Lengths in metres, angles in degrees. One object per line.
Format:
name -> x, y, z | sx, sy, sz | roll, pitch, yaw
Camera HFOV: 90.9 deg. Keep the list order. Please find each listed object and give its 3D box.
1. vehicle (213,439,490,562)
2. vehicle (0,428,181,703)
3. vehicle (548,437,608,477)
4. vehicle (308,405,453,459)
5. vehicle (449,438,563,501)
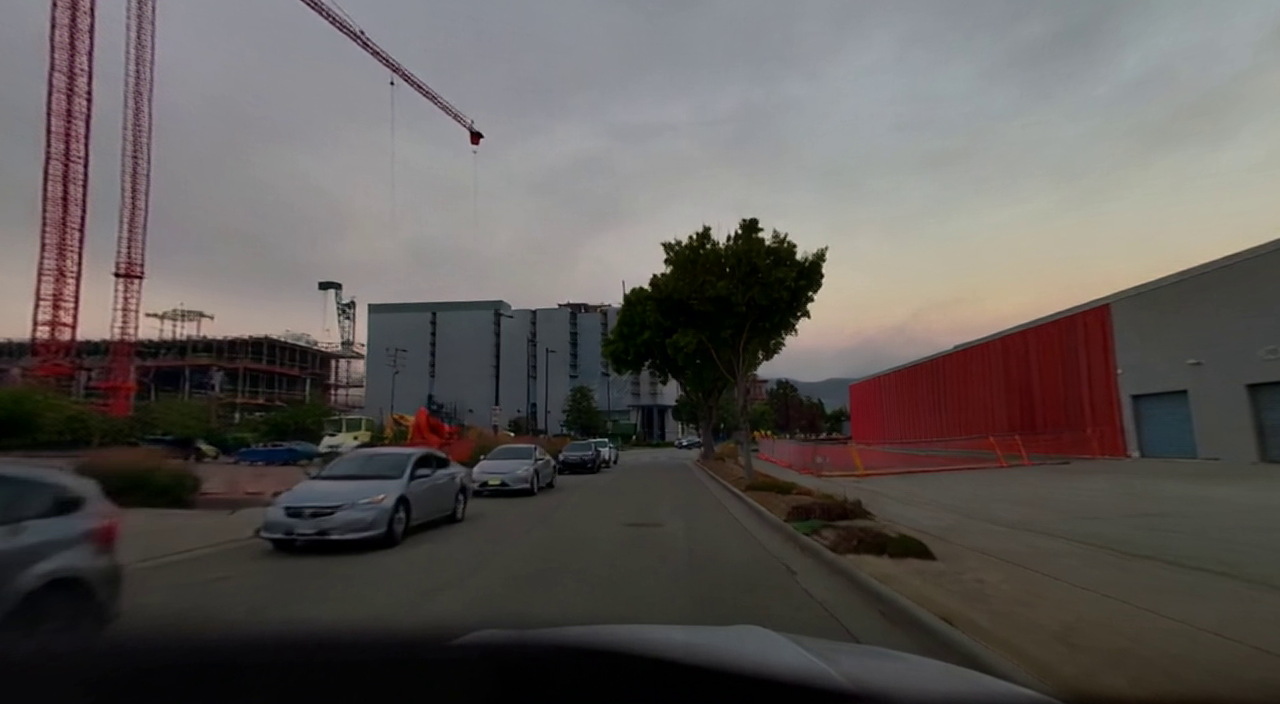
vehicle -> -3.958, 2.061, 9.686 | 1.996, 1.411, 4.370 | -1, -8, 3
vehicle -> -4.083, 0.998, 2.256 | 1.806, 1.451, 3.878 | -1, -8, 3
vehicle -> -2.656, 4.625, 28.066 | 1.980, 1.635, 4.153 | -1, -8, 4
vehicle -> -12.398, 3.862, 30.319 | 6.039, 2.449, 2.273 | -1, -8, 9
vehicle -> -3.461, 3.097, 17.220 | 1.948, 1.460, 4.394 | -1, -8, 3
